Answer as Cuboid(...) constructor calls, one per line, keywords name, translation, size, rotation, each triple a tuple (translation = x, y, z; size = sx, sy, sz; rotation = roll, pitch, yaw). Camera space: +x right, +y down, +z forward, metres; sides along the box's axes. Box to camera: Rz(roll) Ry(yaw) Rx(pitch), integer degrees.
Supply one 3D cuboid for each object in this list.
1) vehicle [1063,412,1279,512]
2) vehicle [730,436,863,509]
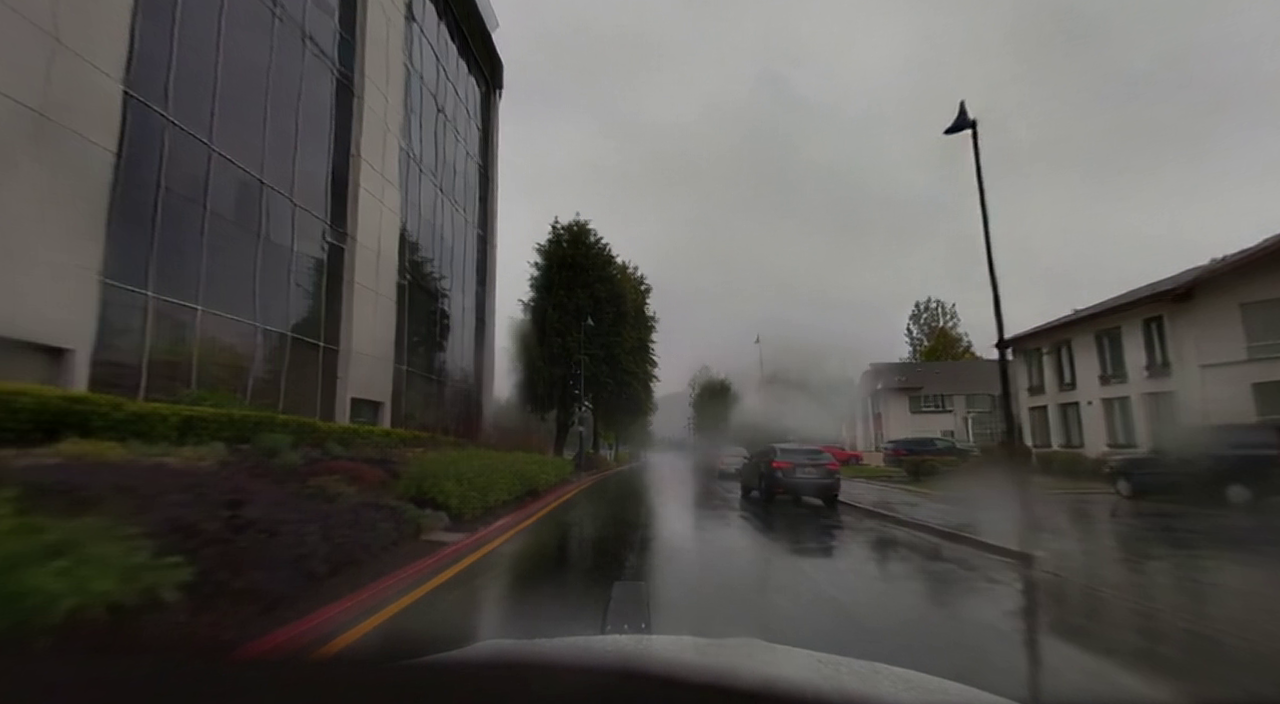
Cuboid(name="vehicle", translation=(10.332, 1.937, 11.430), size=(1.997, 1.430, 4.986), rotation=(0, -9, 2))
Cuboid(name="vehicle", translation=(3.547, 2.819, 15.280), size=(2.024, 1.475, 4.565), rotation=(0, -9, 0))
